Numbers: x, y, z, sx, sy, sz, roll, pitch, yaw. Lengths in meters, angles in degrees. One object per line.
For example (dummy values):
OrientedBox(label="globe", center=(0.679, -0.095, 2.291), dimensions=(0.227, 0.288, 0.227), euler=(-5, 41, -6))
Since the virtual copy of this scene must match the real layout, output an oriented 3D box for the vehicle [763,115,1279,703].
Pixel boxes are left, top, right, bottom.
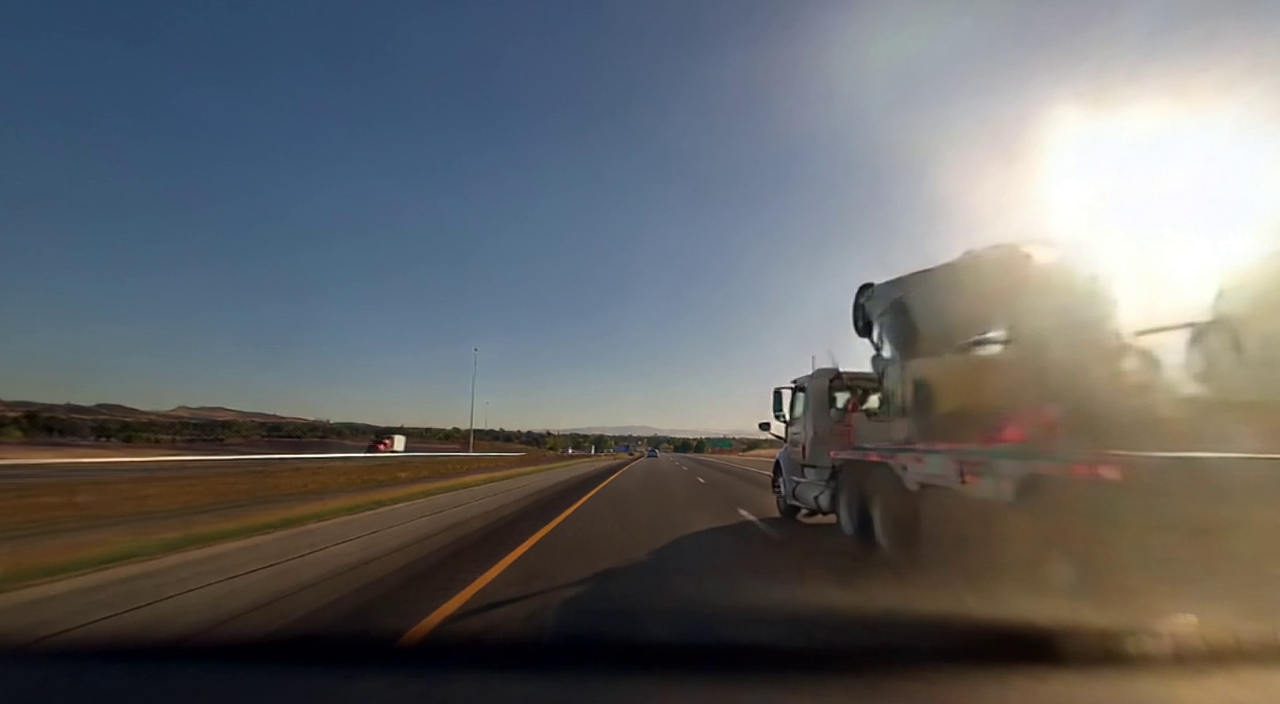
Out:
OrientedBox(label="vehicle", center=(3.978, 0.957, 7.447), dimensions=(3.342, 2.931, 9.266), euler=(0, -8, 1))
